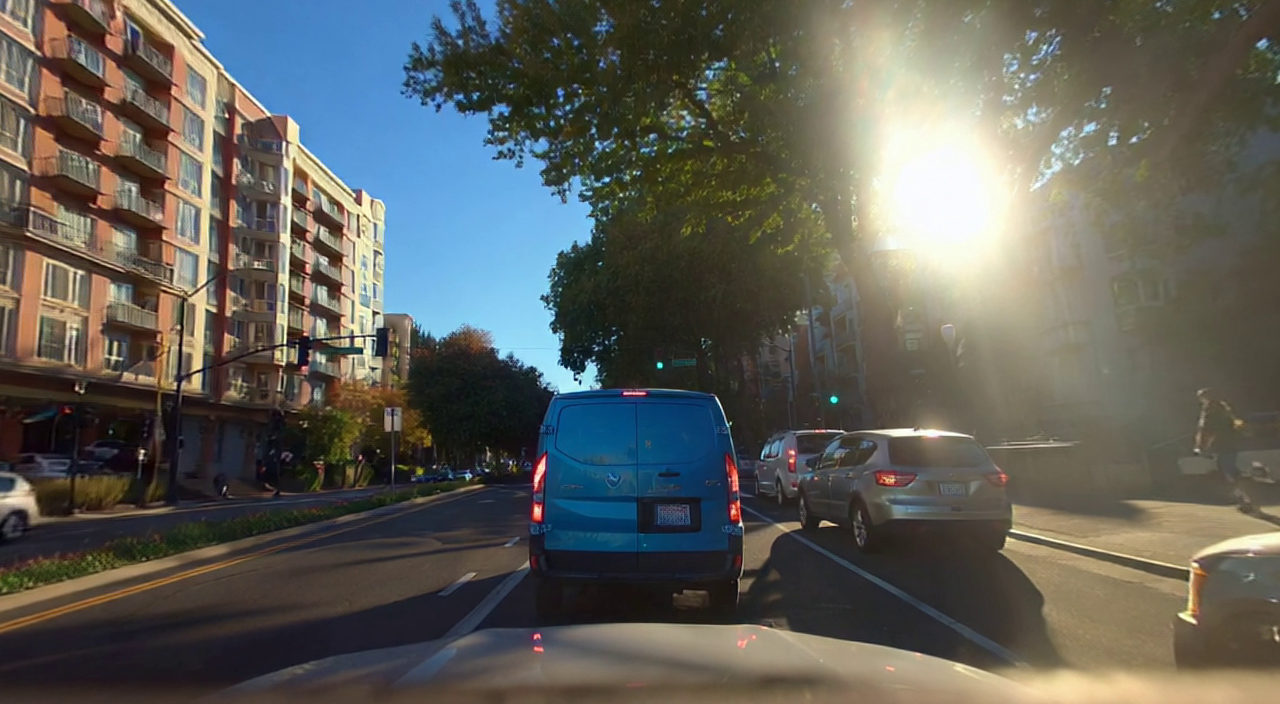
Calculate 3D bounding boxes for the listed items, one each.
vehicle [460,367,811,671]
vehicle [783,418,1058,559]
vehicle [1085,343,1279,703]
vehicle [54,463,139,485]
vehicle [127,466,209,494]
[{"bbox_3d":[-0.028,1.325,6.026,2.101,1.828,4.270,0,-9,0],"label":"vehicle"},{"bbox_3d":[3.925,2.004,10.021,2.061,1.676,4.734,0,-9,-2],"label":"vehicle"},{"bbox_3d":[3.810,0.694,1.734,2.157,1.748,4.130,0,-9,1],"label":"vehicle"},{"bbox_3d":[-38.432,8.638,44.645,4.396,1.458,1.809,0,-9,2],"label":"vehicle"},{"bbox_3d":[-33.270,9.056,44.532,4.292,1.492,1.772,-6,-14,-1],"label":"vehicle"}]
